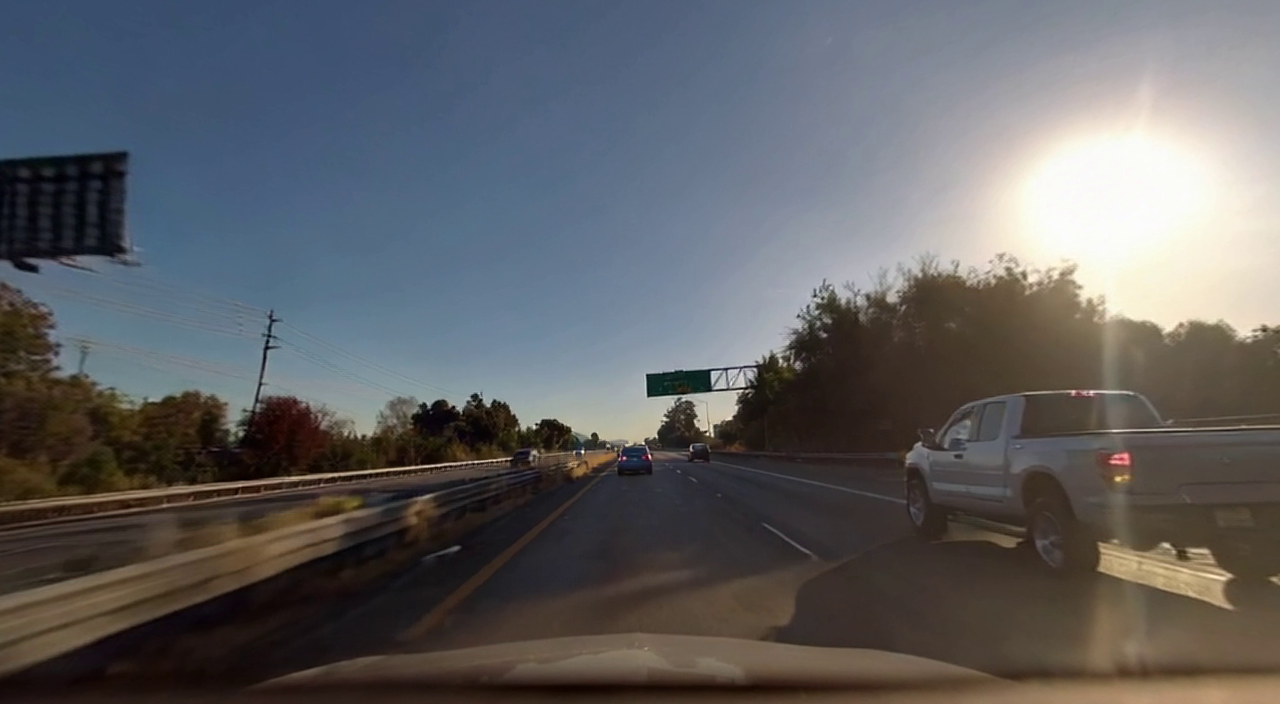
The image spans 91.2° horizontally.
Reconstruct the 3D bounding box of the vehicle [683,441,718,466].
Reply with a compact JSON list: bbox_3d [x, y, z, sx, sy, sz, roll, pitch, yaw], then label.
[{"bbox_3d":[4.116,6.939,42.958,1.936,1.589,3.915,0,-9,-1],"label":"vehicle"}]

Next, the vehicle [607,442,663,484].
[{"bbox_3d":[-0.185,4.261,24.320,2.029,1.483,3.769,0,-9,0],"label":"vehicle"}]

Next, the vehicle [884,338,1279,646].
[{"bbox_3d":[4.630,1.235,6.436,2.261,1.952,4.784,0,-9,0],"label":"vehicle"}]
